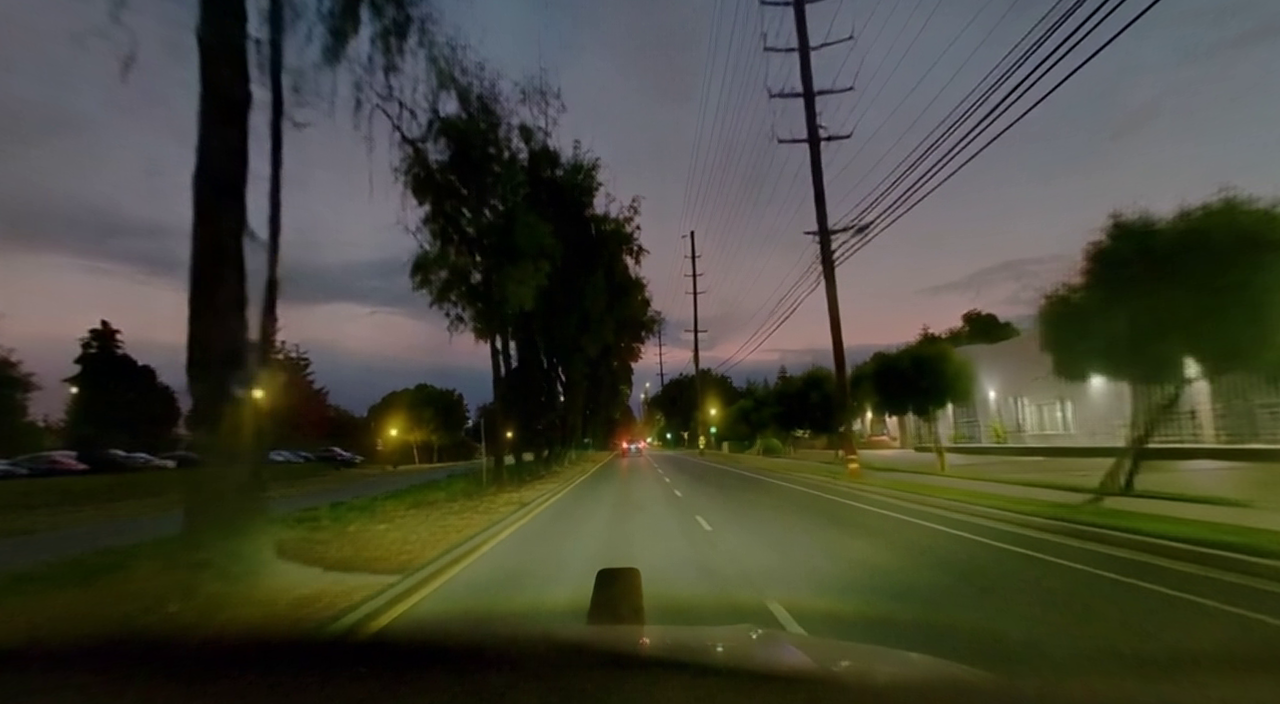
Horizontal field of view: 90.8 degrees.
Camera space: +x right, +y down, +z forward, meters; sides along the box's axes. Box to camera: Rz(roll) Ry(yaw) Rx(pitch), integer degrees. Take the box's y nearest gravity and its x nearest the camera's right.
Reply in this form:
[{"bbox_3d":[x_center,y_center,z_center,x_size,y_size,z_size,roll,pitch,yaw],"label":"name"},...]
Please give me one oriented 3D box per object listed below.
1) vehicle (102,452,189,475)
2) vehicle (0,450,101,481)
[{"bbox_3d":[-34.324,7.743,43.942,4.367,1.464,1.992,-1,-9,2],"label":"vehicle"},{"bbox_3d":[-34.102,6.453,35.967,4.662,1.660,2.312,0,-9,-2],"label":"vehicle"}]
